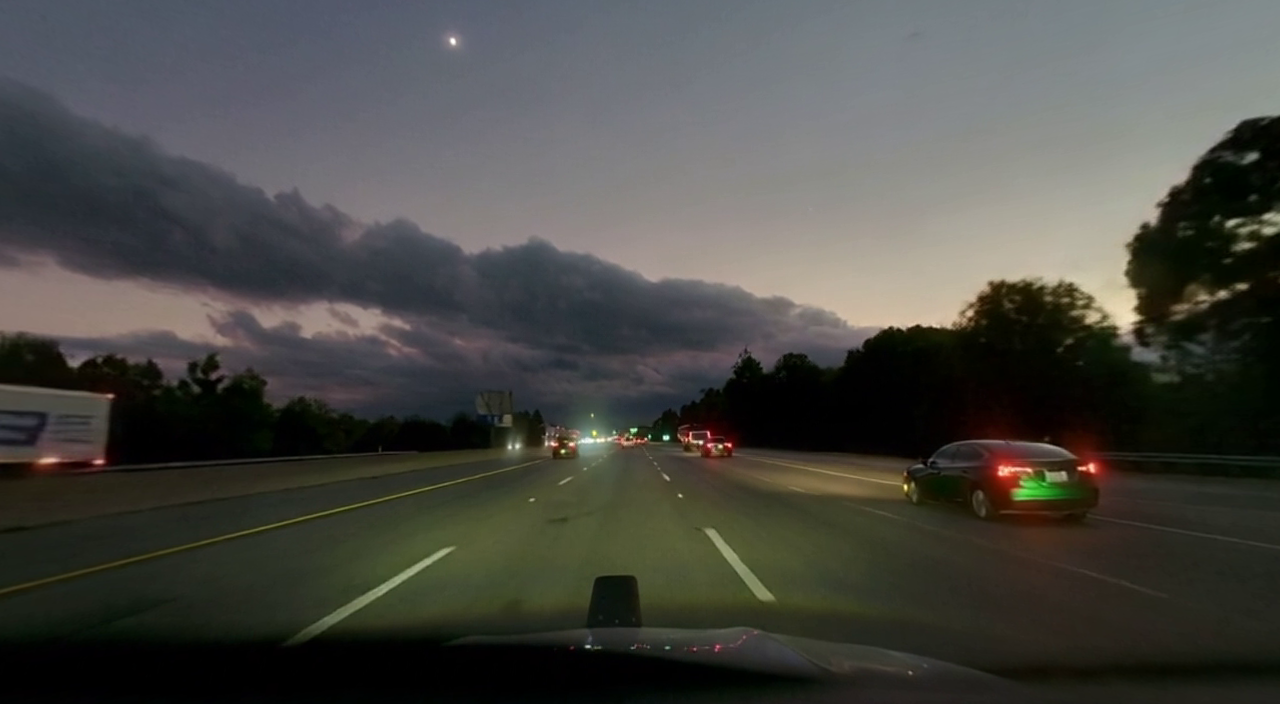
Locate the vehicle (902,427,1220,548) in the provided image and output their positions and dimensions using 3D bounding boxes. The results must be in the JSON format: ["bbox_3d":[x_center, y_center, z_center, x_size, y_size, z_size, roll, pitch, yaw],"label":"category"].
[{"bbox_3d":[6.143,1.970,9.998,2.028,1.488,4.236,0,-8,-2],"label":"vehicle"}]

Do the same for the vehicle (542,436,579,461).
[{"bbox_3d":[-5.175,6.276,41.258,1.966,1.570,3.859,0,-8,-1],"label":"vehicle"}]

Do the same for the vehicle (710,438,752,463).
[{"bbox_3d":[5.526,5.996,38.751,1.920,1.436,3.890,0,-8,-2],"label":"vehicle"}]
